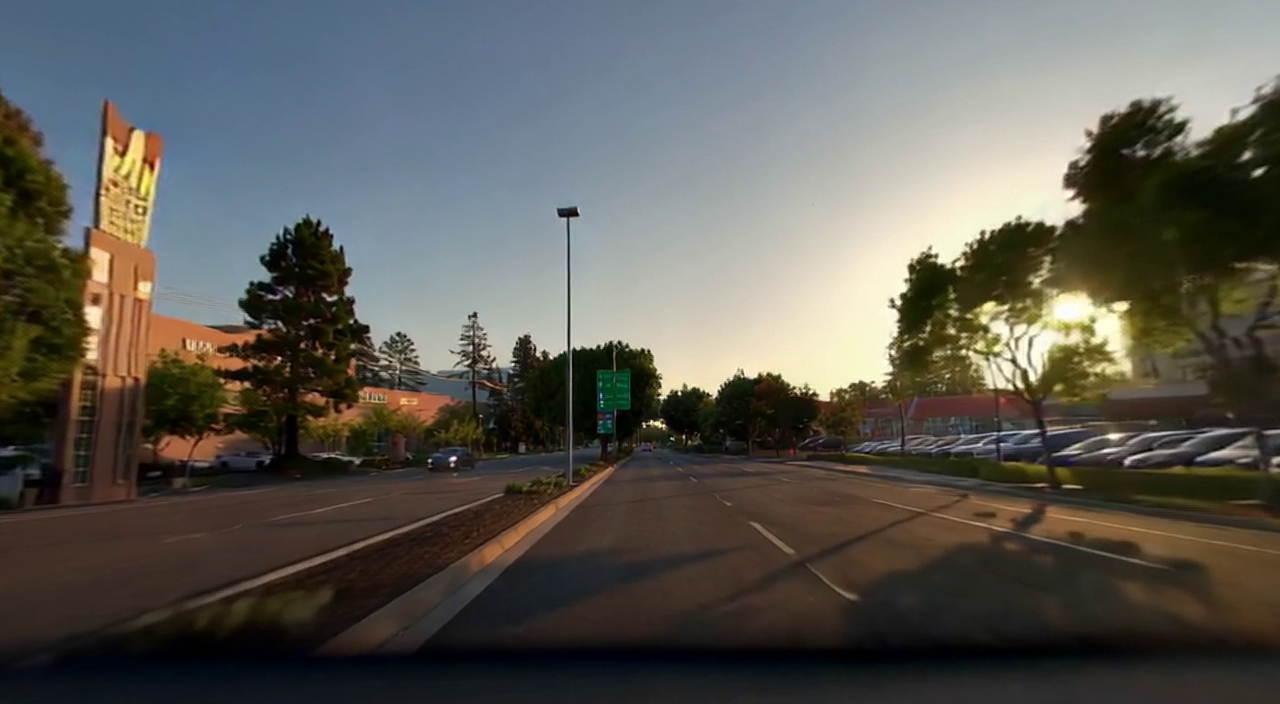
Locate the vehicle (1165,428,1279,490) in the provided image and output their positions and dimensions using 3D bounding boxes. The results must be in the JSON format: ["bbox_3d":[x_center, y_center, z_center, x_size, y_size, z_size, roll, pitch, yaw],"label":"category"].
[{"bbox_3d":[17.502,2.853,17.125,4.554,1.547,2.057,-1,-9,-1],"label":"vehicle"}]
